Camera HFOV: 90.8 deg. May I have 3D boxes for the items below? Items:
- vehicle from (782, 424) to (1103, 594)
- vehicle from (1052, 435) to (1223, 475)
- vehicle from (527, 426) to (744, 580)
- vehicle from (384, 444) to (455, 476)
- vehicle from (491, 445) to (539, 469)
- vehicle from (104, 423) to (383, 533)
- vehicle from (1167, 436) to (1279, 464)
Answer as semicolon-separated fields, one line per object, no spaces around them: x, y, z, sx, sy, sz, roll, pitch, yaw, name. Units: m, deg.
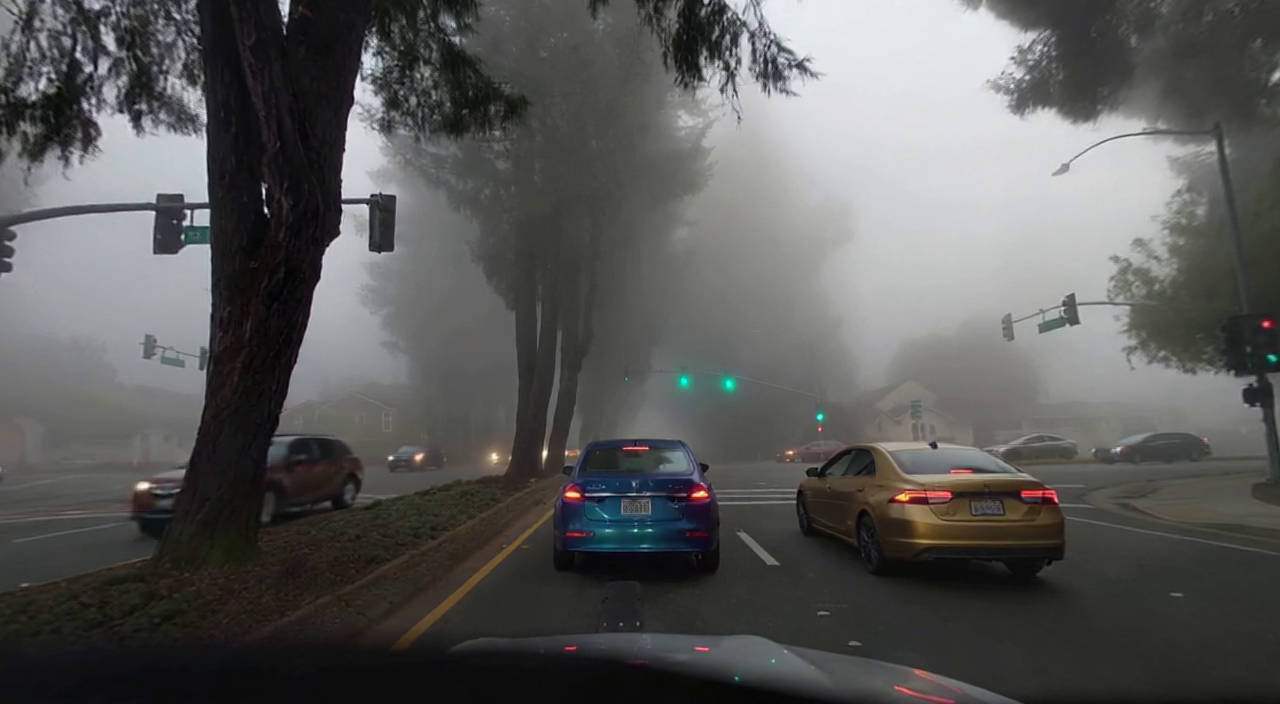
3.172;1.712;7.756;1.913;1.505;4.097;0;-8;0;vehicle
21.043;4.396;26.961;5.159;1.600;2.329;-1;-9;5;vehicle
-0.062;1.779;8.260;2.103;1.478;4.073;0;-8;-1;vehicle
-11.463;5.625;33.184;2.125;1.476;4.385;-2;-8;1;vehicle
-7.568;6.422;38.739;2.040;1.374;4.150;0;-8;1;vehicle
-7.512;2.433;12.864;2.383;1.779;4.973;0;-8;1;vehicle
31.163;5.213;33.642;4.489;1.432;1.790;0;-9;0;vehicle
